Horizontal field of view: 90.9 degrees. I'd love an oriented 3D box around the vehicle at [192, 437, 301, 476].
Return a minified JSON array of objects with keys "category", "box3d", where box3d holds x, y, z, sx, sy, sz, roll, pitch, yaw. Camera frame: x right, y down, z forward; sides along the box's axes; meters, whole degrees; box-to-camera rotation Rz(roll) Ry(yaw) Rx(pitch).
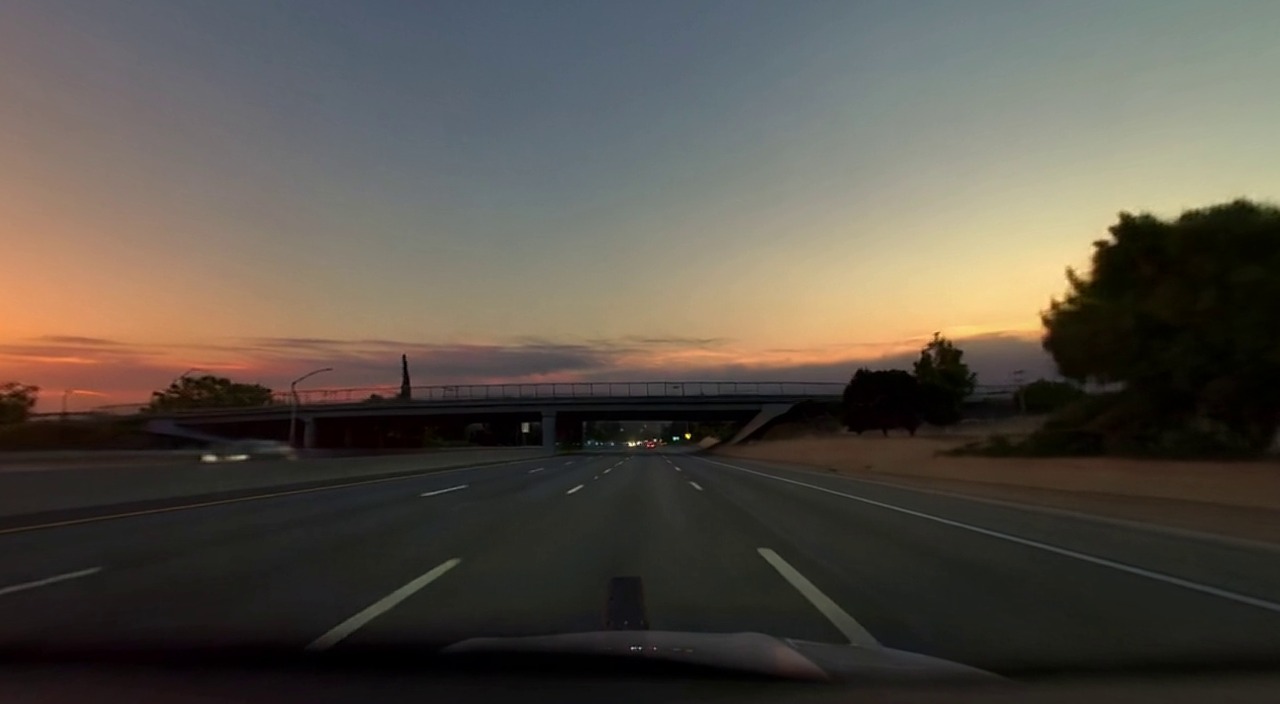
[{"category":"vehicle","box3d":[-20.710,5.508,33.541,2.149,1.914,5.502,0,-8,1]}]
